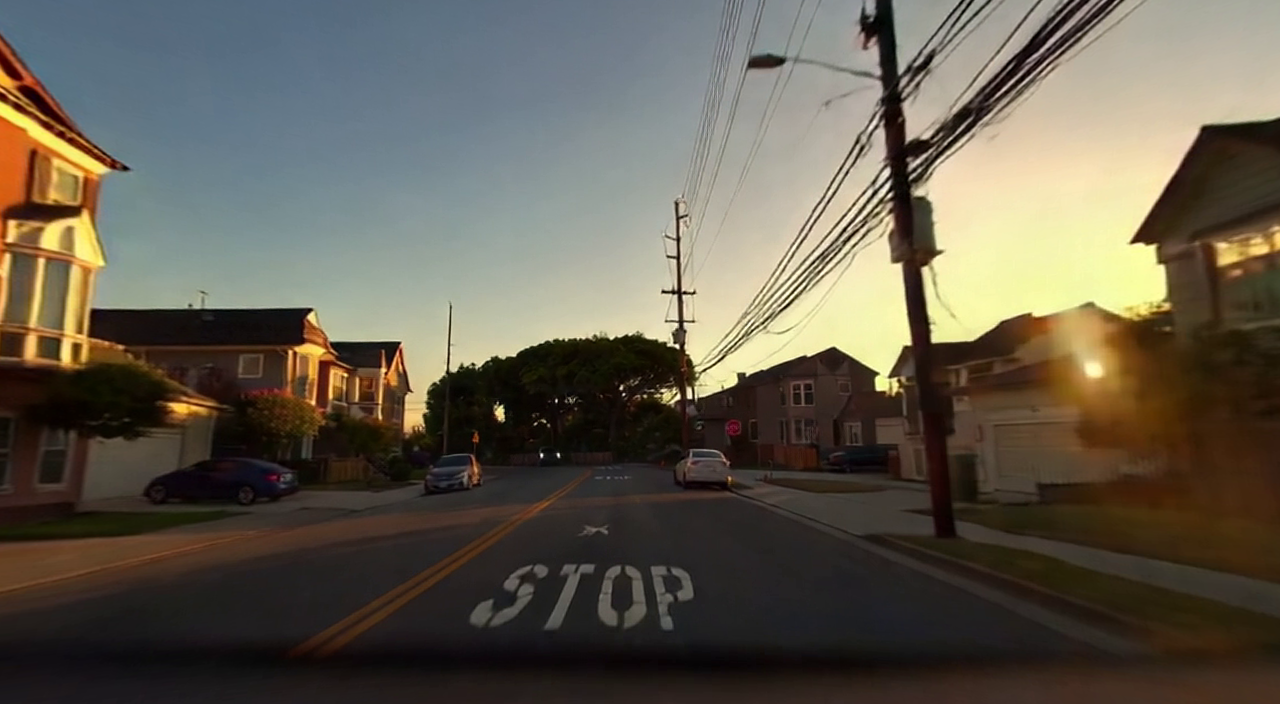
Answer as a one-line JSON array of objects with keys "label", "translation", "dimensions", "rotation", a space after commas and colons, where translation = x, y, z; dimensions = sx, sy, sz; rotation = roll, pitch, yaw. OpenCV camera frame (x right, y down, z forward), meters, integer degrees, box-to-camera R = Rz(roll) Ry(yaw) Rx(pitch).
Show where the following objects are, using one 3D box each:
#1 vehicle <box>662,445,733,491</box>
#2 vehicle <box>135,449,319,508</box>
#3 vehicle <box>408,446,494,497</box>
[{"label": "vehicle", "translation": [2.044, 4.263, 23.646], "dimensions": [2.080, 1.531, 4.415], "rotation": [0, -9, -2]}, {"label": "vehicle", "translation": [-12.612, 3.868, 19.551], "dimensions": [4.266, 1.674, 1.933], "rotation": [0, -9, -3]}, {"label": "vehicle", "translation": [-7.661, 4.851, 26.127], "dimensions": [2.156, 1.728, 4.619], "rotation": [-2, -7, 0]}]
